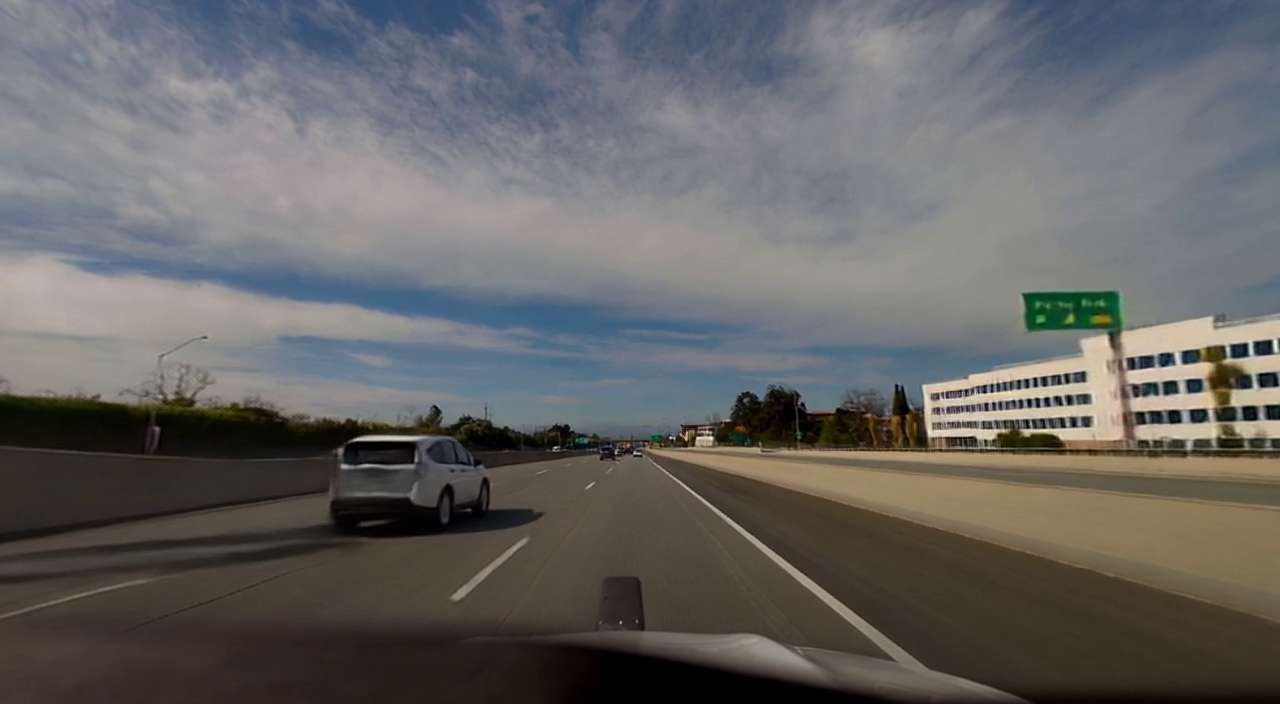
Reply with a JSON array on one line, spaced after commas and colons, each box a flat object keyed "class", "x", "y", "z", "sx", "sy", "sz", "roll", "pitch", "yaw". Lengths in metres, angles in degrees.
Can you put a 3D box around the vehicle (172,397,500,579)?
[{"class": "vehicle", "x": -3.638, "y": 1.745, "z": 8.918, "sx": 2.145, "sy": 1.828, "sz": 4.867, "roll": 0, "pitch": -8, "yaw": 1}]
